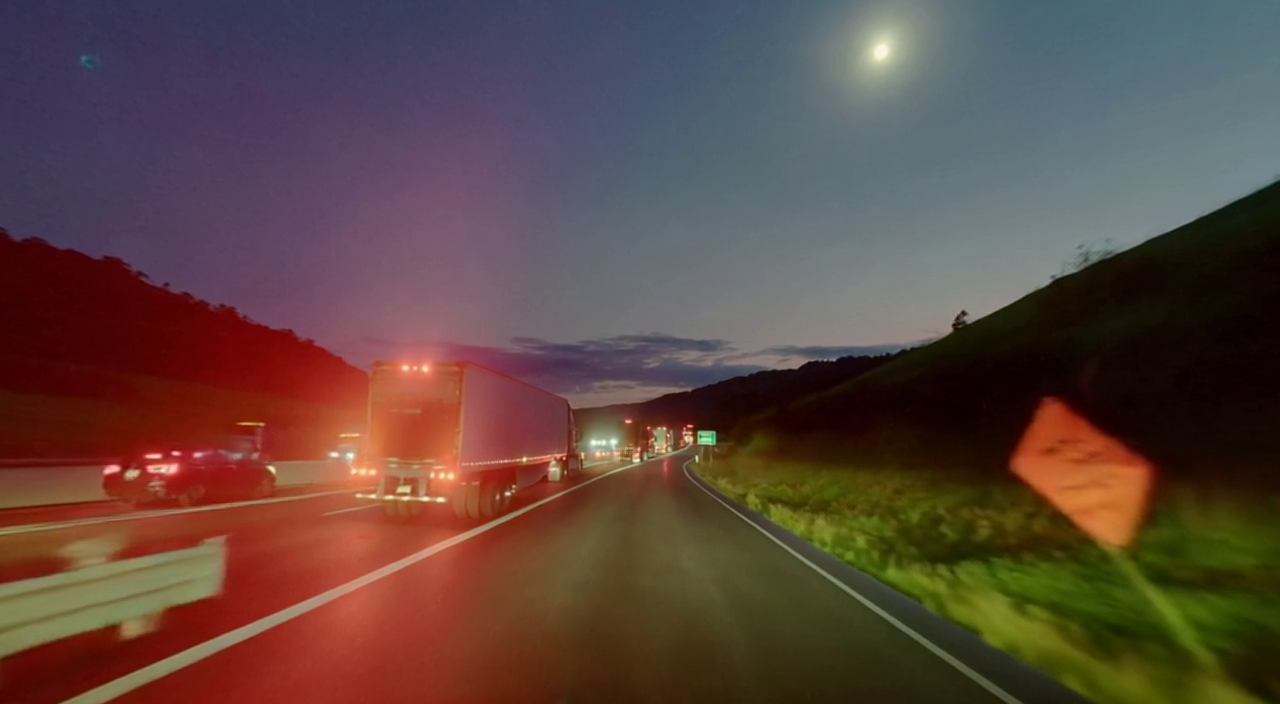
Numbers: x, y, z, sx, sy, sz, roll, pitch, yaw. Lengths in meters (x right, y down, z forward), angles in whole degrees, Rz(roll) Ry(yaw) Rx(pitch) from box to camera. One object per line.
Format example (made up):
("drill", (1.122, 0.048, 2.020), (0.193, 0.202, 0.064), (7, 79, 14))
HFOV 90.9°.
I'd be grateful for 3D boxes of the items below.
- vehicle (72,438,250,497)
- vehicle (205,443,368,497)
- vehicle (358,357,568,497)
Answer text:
("vehicle", (-15.034, 3.637, 20.139), (1.943, 1.662, 4.283), (-1, -9, 8))
("vehicle", (-11.053, 3.712, 20.248), (1.925, 1.493, 4.864), (-1, -9, 8))
("vehicle", (-6.023, 3.292, 25.656), (2.848, 4.067, 14.314), (-1, -9, 7))
